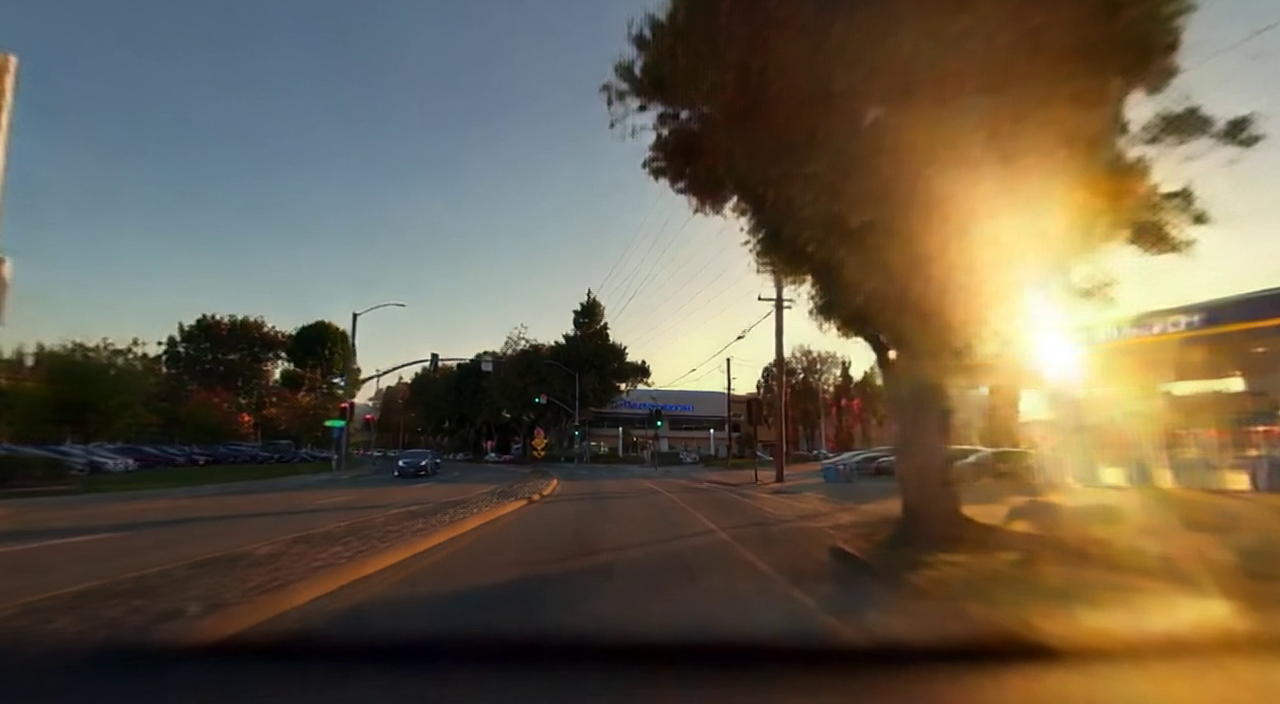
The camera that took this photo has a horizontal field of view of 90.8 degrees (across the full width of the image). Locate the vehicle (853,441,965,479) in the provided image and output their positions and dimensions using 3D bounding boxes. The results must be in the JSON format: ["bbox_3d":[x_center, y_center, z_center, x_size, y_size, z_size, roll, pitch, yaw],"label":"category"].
[{"bbox_3d":[13.167,5.311,31.193,4.444,1.815,2.239,0,-9,1],"label":"vehicle"}]

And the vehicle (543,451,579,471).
[{"bbox_3d":[-6.196,8.445,49.099,2.094,1.500,3.682,3,-9,-18],"label":"vehicle"}]

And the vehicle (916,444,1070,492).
[{"bbox_3d":[14.086,4.641,25.467,4.996,1.720,2.027,0,-5,2],"label":"vehicle"}]

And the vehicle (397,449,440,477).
[{"bbox_3d":[-13.417,6.709,38.462,1.918,1.628,4.011,2,-9,-12],"label":"vehicle"}]
